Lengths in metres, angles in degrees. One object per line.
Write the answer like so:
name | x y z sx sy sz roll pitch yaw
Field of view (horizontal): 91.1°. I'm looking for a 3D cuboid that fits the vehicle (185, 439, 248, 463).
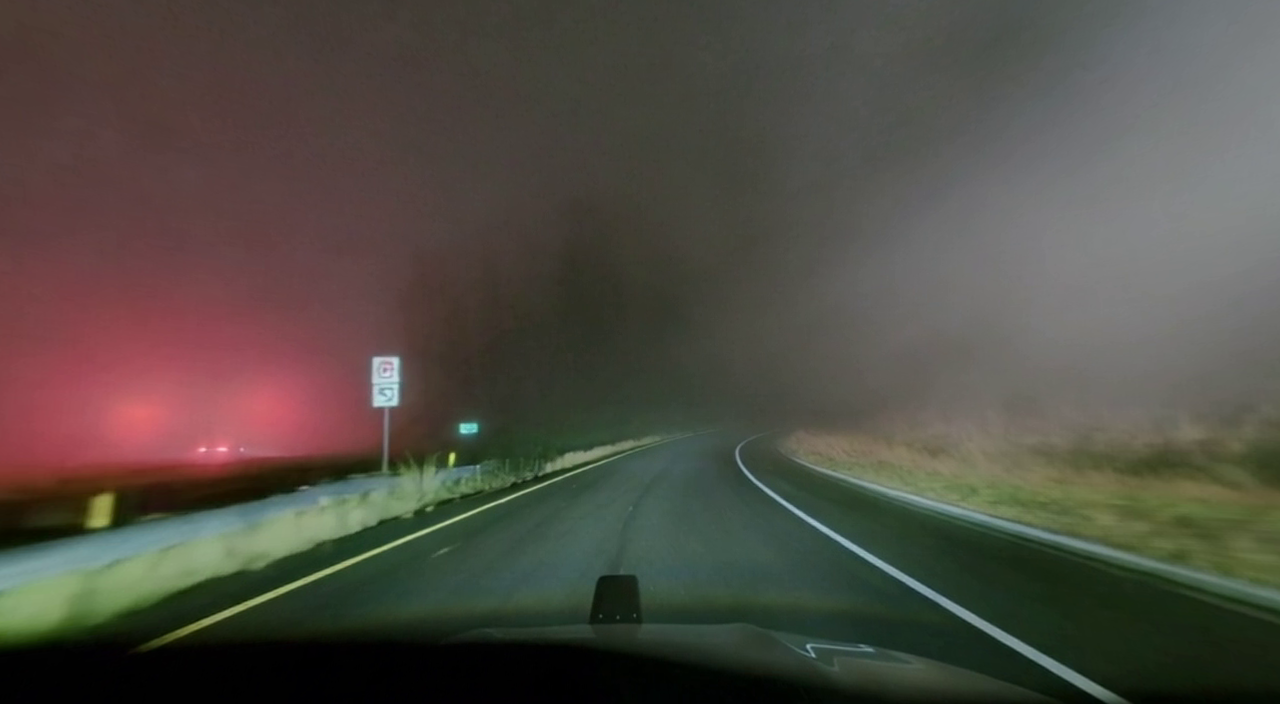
vehicle | -27.681 6.438 41.274 1.895 1.451 4.168 1 -8 -11
